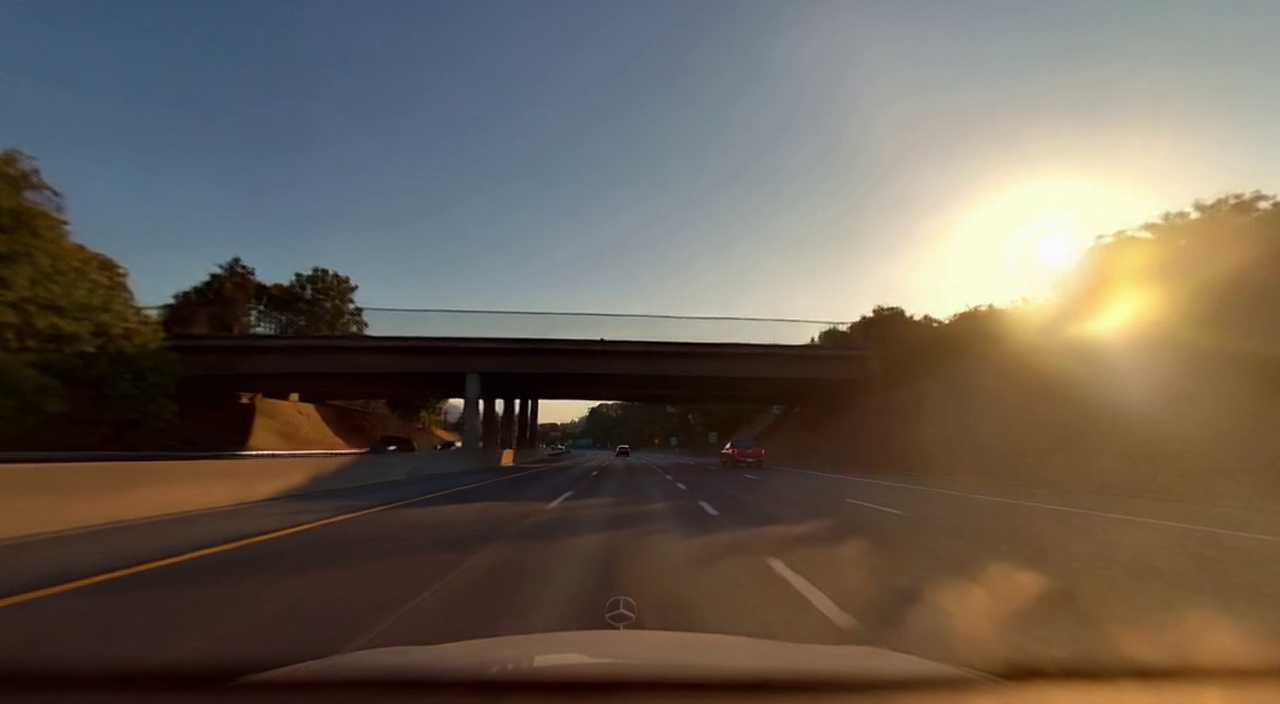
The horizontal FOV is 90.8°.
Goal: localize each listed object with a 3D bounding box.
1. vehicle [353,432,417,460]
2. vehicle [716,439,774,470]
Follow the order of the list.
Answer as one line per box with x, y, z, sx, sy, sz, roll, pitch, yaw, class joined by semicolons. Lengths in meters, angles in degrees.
-16.171;6.025;40.328;2.030;1.659;4.895;0;-9;0;vehicle
6.548;6.482;40.183;2.395;1.819;6.086;0;-9;-2;vehicle
